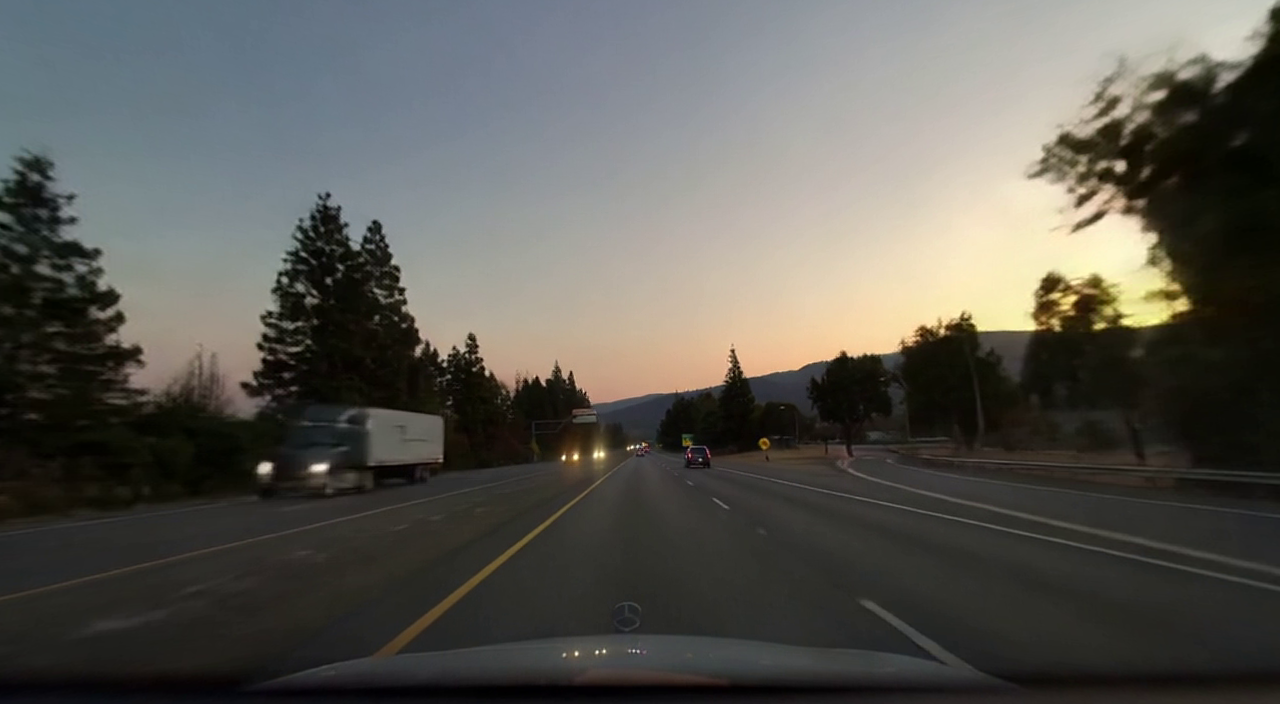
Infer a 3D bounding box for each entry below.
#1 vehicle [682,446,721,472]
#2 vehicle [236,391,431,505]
[{"bbox_3d":[3.865,6.826,40.343,2.013,1.584,3.995,0,-9,-1],"label":"vehicle"},{"bbox_3d":[-12.976,4.357,28.641,2.904,4.097,11.763,0,-9,0],"label":"vehicle"}]
